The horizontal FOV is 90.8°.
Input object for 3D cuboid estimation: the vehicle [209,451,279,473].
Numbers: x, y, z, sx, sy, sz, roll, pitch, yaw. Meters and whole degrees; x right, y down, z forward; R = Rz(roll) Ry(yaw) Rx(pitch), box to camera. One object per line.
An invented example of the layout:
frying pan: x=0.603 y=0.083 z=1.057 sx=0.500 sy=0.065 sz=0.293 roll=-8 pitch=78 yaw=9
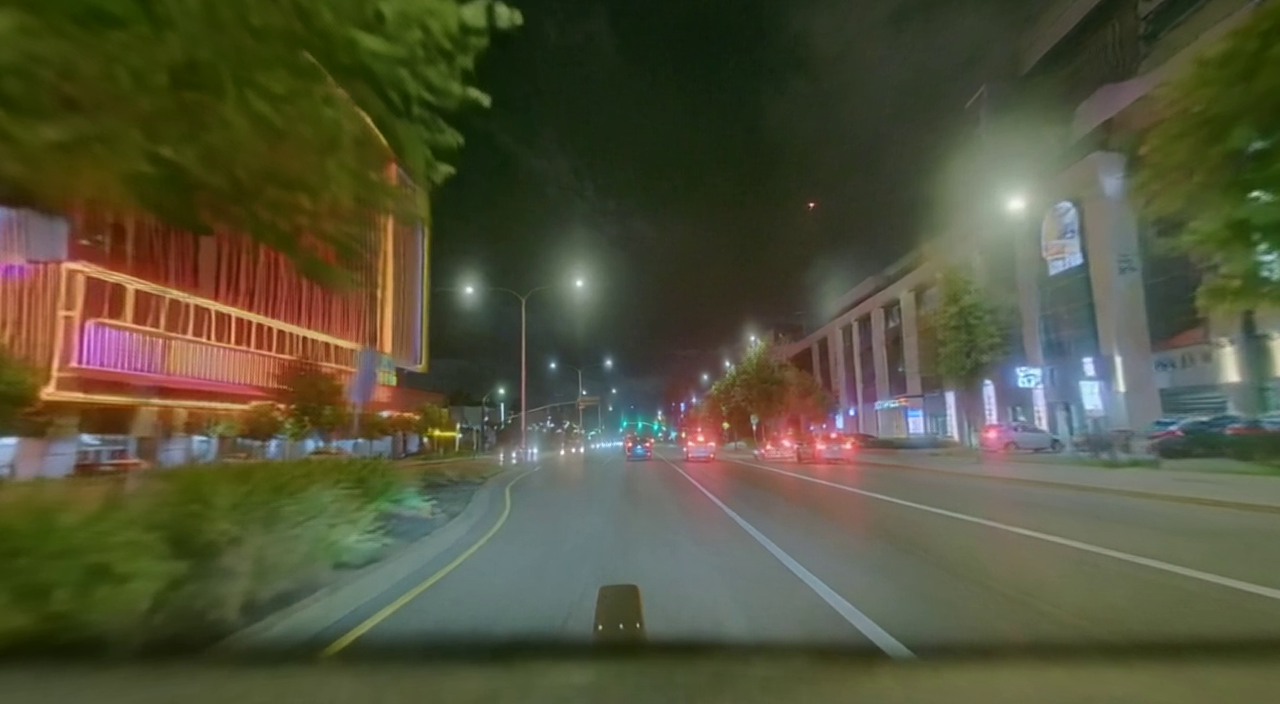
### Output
vehicle: x=-29.879 y=8.293 z=47.754 sx=4.033 sy=1.531 sz=1.789 roll=0 pitch=-9 yaw=-4

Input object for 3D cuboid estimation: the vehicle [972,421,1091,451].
vehicle: x=20.503 y=4.441 z=33.246 sx=4.813 sy=1.483 sz=2.129 roll=0 pitch=-8 yaw=0

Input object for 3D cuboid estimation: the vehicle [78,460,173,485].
vehicle: x=-30.022 y=7.030 z=36.961 sx=4.040 sy=1.389 sz=1.664 roll=0 pitch=-9 yaw=-1

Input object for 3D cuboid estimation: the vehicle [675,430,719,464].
vehicle: x=2.986 y=5.087 z=33.889 sx=2.100 sy=1.683 sz=4.231 roll=0 pitch=-8 yaw=2

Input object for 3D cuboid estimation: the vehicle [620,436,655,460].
vehicle: x=-0.168 y=6.233 z=41.142 sx=2.110 sy=1.476 sz=4.294 roll=0 pitch=-8 yaw=0
